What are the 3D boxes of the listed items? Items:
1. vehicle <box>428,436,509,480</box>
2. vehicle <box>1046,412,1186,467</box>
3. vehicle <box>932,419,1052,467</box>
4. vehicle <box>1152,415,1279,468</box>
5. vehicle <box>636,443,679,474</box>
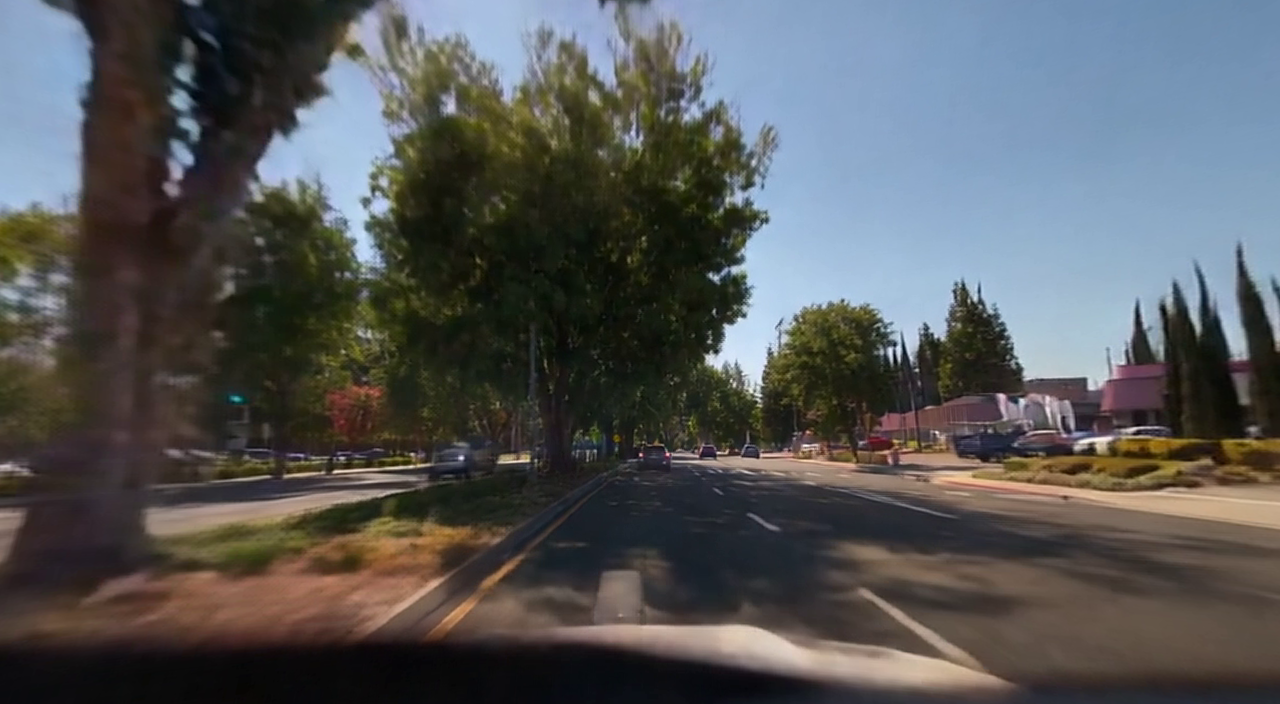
[{"bbox_3d":[-7.348,4.598,27.601,2.102,1.735,4.491,-1,-8,3],"label":"vehicle"},{"bbox_3d":[29.117,5.393,38.803,6.569,3.235,2.798,1,-9,-8],"label":"vehicle"},{"bbox_3d":[21.273,5.521,38.313,5.953,2.747,2.389,1,-8,-8],"label":"vehicle"},{"bbox_3d":[37.174,5.700,40.368,6.680,3.180,2.793,1,-8,-8],"label":"vehicle"},{"bbox_3d":[0.913,5.456,32.539,2.095,1.456,3.873,0,-8,2],"label":"vehicle"}]
